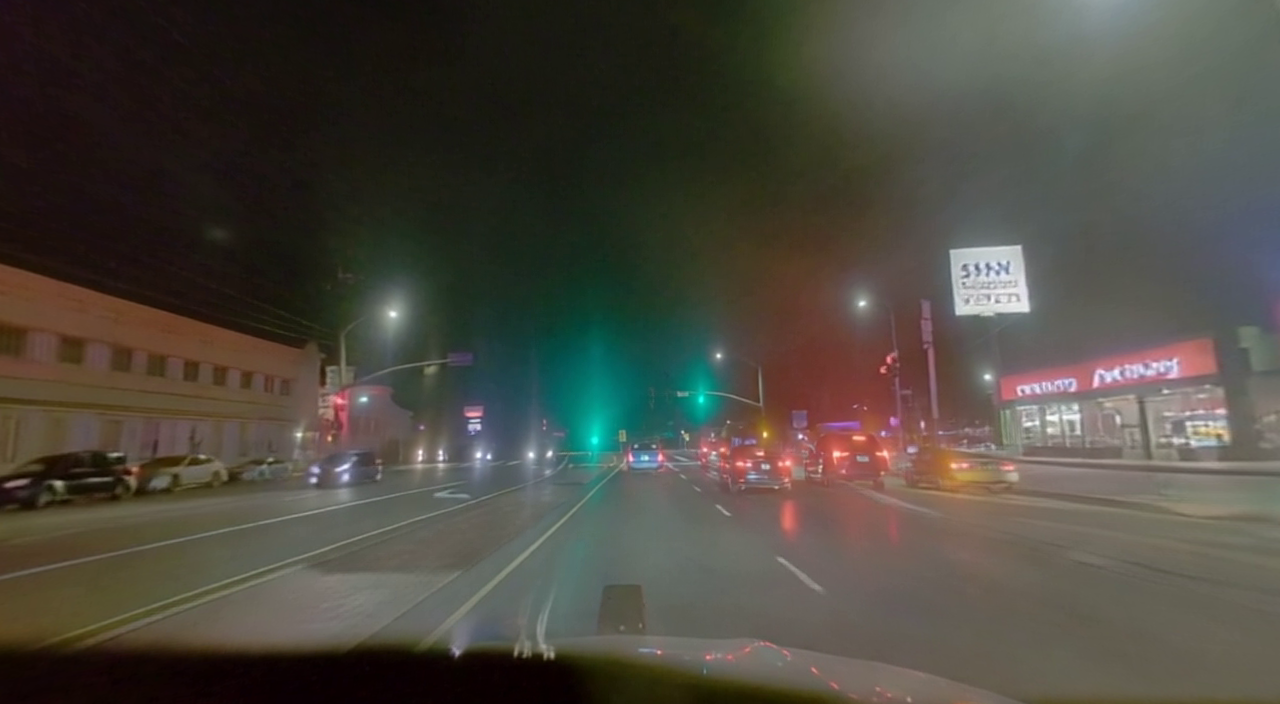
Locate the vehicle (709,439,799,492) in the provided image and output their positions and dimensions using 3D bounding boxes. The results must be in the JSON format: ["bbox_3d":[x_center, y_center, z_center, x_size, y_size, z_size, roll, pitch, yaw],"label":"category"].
[{"bbox_3d":[3.489,3.549,20.212,1.963,1.484,4.609,0,-8,-1],"label":"vehicle"}]

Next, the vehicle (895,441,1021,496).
[{"bbox_3d":[10.377,3.788,21.068,1.845,1.454,4.620,0,-6,0],"label":"vehicle"}]

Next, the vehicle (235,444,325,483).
[{"bbox_3d":[-18.905,5.988,33.432,2.062,1.634,4.535,-2,-15,0],"label":"vehicle"}]

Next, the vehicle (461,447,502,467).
[{"bbox_3d":[-12.406,8.185,49.594,1.887,1.453,4.696,0,-8,1],"label":"vehicle"}]

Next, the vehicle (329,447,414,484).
[{"bbox_3d":[-12.082,5.112,28.694,2.087,1.499,3.939,0,-8,0],"label":"vehicle"}]

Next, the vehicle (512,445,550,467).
[{"bbox_3d":[-7.974,7.581,46.375,2.102,1.496,4.465,0,-8,-1],"label":"vehicle"}]

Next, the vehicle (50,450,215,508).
[{"bbox_3d":[-15.614,3.878,19.743,1.798,1.541,4.002,0,-8,0],"label":"vehicle"}]

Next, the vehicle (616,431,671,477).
[{"bbox_3d":[0.164,4.456,27.764,2.210,1.861,4.280,0,-8,0],"label":"vehicle"}]

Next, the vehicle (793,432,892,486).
[{"bbox_3d":[7.152,3.821,22.788,2.040,1.738,4.414,0,-8,-1],"label":"vehicle"}]
